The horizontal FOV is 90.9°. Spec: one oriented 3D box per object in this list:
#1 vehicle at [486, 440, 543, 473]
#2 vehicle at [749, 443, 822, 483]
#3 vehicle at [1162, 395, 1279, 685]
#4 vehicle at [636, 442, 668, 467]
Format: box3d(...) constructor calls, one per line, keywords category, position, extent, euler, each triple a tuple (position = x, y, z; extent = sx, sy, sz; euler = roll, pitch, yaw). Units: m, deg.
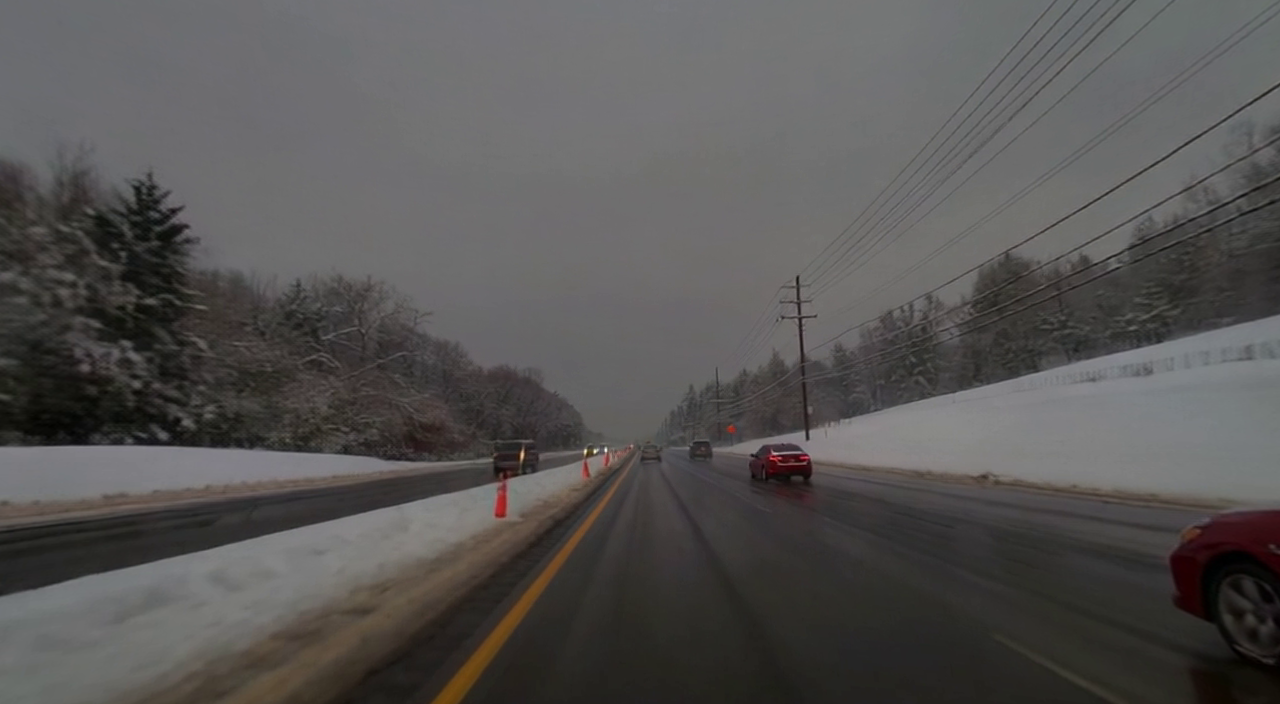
box3d(category="vehicle", position=(-7.245, 6.055, 36.820), extent=(2.176, 1.763, 4.720), euler=(-1, -8, 2))
box3d(category="vehicle", position=(5.665, 4.344, 25.025), extent=(1.881, 1.409, 4.016), euler=(0, -8, 0))
box3d(category="vehicle", position=(4.471, 0.794, 1.858), extent=(1.997, 1.568, 4.529), euler=(0, -8, 1))
box3d(category="vehicle", position=(0.807, 7.010, 43.219), extent=(2.096, 1.583, 4.150), euler=(0, -8, 0))
